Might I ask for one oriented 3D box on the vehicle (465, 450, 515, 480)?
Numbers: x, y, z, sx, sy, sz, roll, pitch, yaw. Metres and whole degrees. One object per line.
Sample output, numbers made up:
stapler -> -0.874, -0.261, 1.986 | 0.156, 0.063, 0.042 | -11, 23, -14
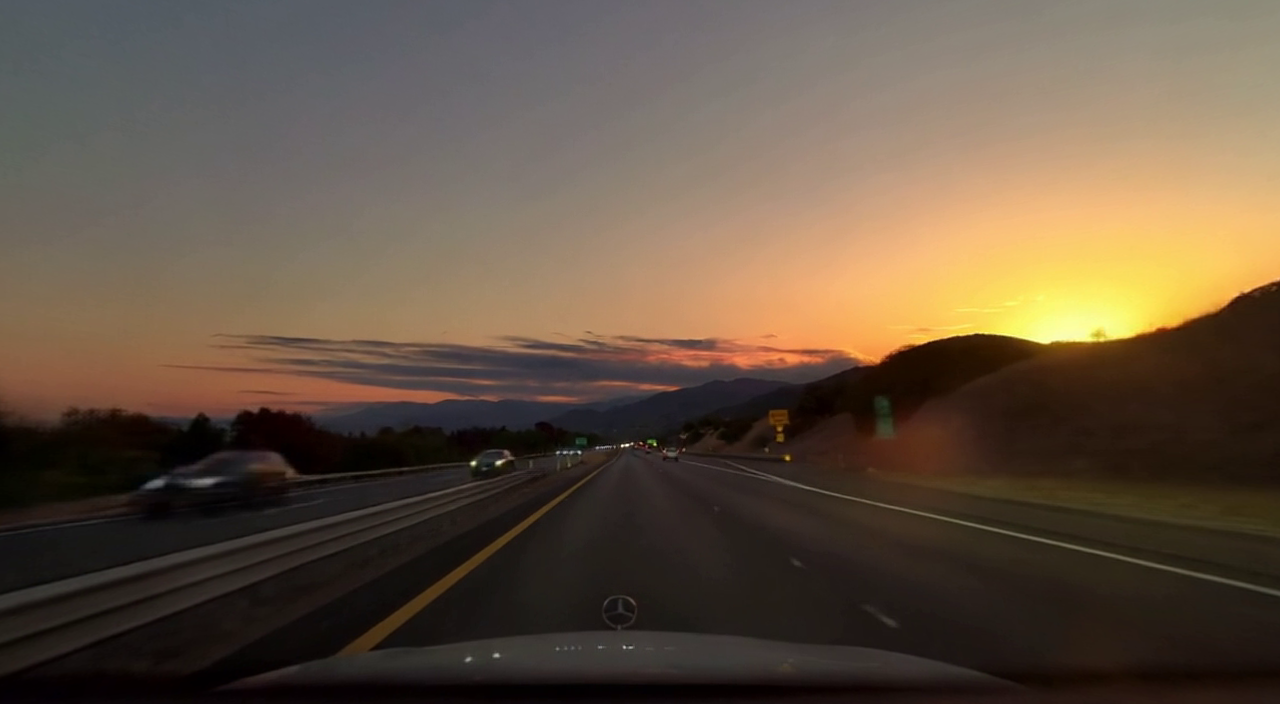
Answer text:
vehicle -> -8.656, 6.528, 36.511 | 1.961, 1.587, 4.391 | 0, -9, -2

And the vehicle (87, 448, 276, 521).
vehicle -> -13.180, 3.777, 18.522 | 2.110, 1.813, 4.799 | 0, -9, -3
